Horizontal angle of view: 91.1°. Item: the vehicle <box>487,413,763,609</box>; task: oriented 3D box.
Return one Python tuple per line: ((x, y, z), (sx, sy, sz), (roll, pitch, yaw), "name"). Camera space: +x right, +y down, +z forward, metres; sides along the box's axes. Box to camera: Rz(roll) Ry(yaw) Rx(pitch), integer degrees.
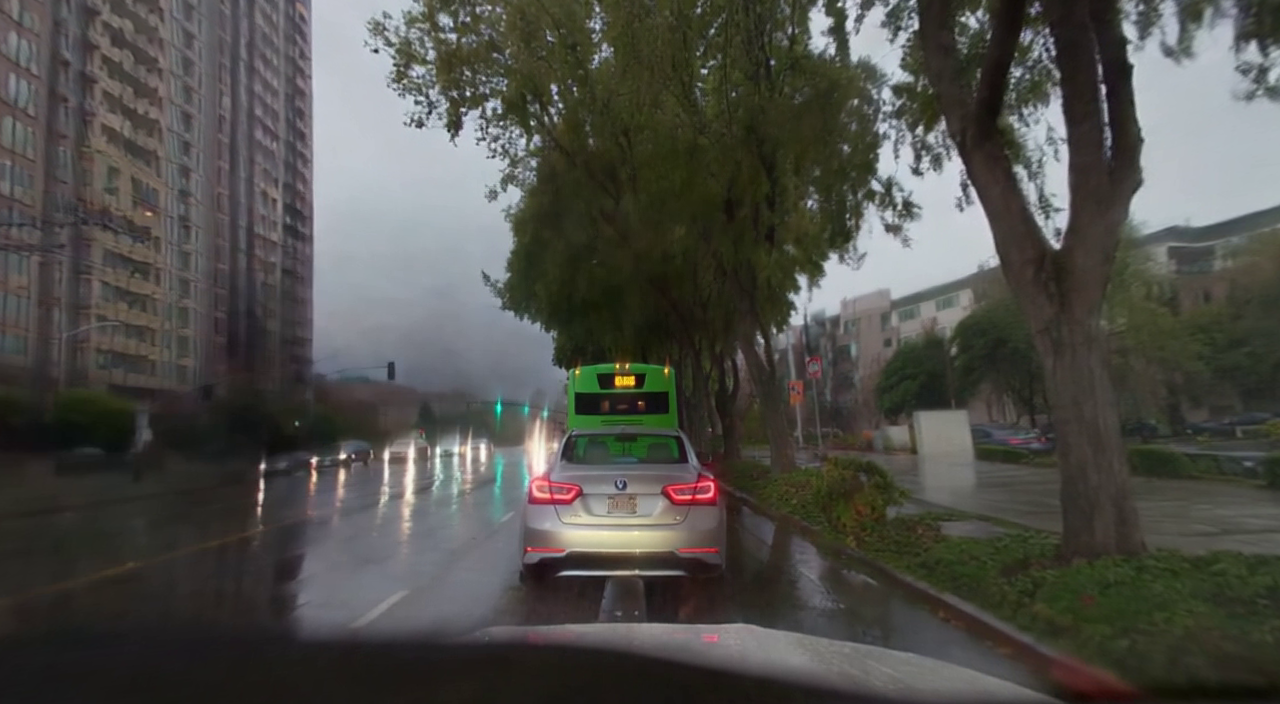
((-0.155, 1.457, 6.746), (2.064, 1.452, 3.942), (0, -8, -1), "vehicle")
